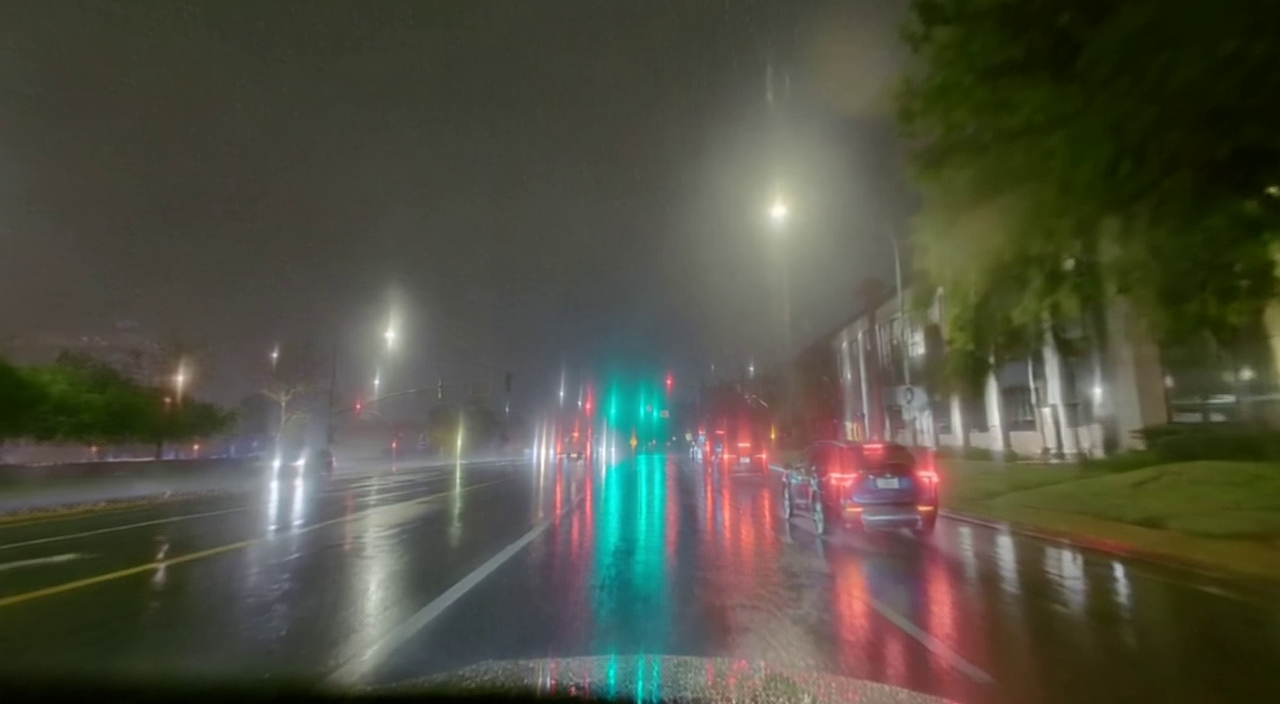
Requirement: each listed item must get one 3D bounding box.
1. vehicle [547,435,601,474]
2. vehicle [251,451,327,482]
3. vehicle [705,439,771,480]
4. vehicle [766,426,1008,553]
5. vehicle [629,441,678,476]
[{"bbox_3d":[-3.067,4.879,30.240,2.023,1.720,4.452,0,-8,1],"label":"vehicle"},{"bbox_3d":[-22.323,7.274,40.350,2.025,1.802,4.848,0,-8,0],"label":"vehicle"},{"bbox_3d":[3.797,4.236,25.127,1.913,1.463,4.198,0,-8,-1],"label":"vehicle"},{"bbox_3d":[3.350,1.948,9.654,1.948,1.474,4.360,0,-8,0],"label":"vehicle"},{"bbox_3d":[0.560,4.629,27.665,1.971,1.433,3.923,0,-8,1],"label":"vehicle"}]
